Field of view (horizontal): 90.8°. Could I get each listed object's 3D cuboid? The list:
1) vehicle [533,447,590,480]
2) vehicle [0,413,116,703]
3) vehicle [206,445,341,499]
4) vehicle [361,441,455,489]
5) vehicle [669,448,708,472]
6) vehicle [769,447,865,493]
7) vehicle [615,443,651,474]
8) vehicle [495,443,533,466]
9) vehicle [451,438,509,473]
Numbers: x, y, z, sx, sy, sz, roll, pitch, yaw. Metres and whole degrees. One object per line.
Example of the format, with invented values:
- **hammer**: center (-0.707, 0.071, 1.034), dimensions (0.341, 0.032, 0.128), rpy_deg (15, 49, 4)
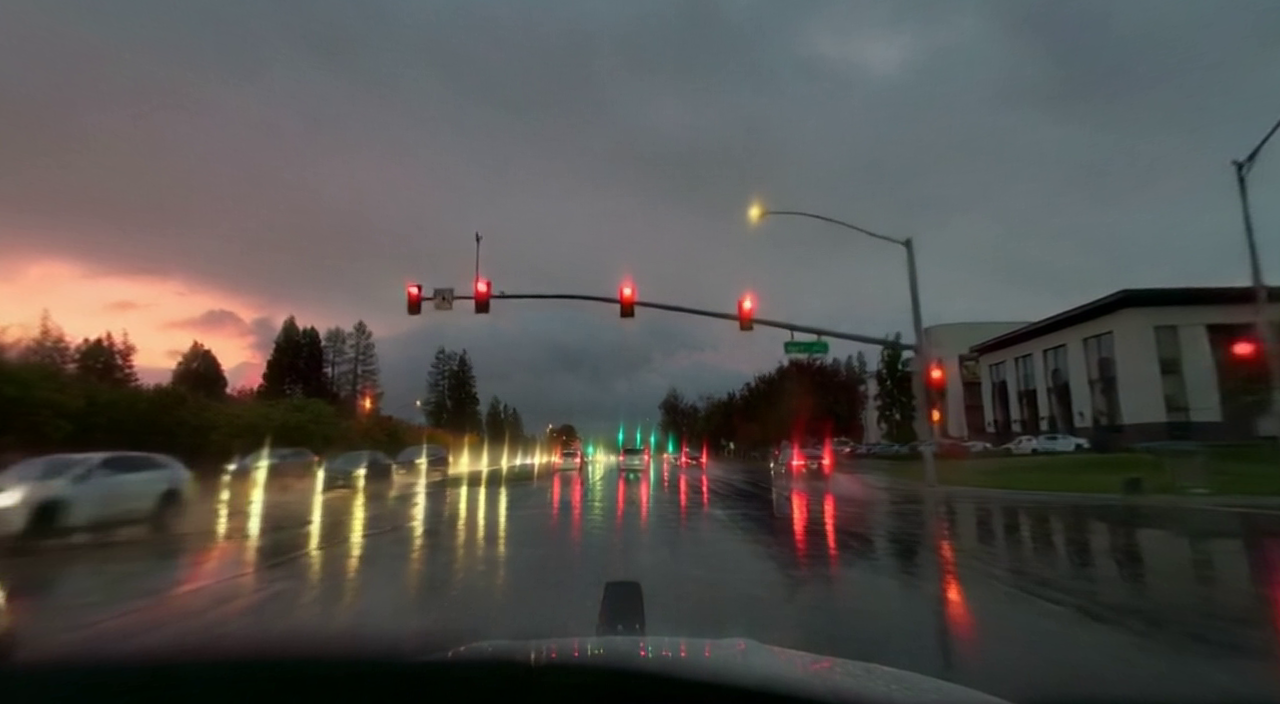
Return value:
- **vehicle**: center (-3.699, 5.332, 30.570), dimensions (2.163, 1.474, 4.413), rpy_deg (0, -8, 1)
- **vehicle**: center (-3.658, 0.749, 0.947), dimensions (2.018, 1.476, 4.364), rpy_deg (0, -8, -1)
- **vehicle**: center (-12.159, 3.967, 21.389), dimensions (1.975, 1.450, 4.561), rpy_deg (-4, -8, -1)
- **vehicle**: center (-8.975, 4.348, 24.836), dimensions (1.929, 1.492, 4.430), rpy_deg (-5, -7, 1)
- **vehicle**: center (2.978, 6.739, 39.631), dimensions (2.014, 1.430, 4.103), rpy_deg (0, -8, -2)
- **vehicle**: center (6.198, 4.177, 22.746), dimensions (2.028, 1.451, 4.625), rpy_deg (0, -8, -2)
- **vehicle**: center (-0.356, 6.275, 37.417), dimensions (2.008, 1.716, 4.125), rpy_deg (0, -8, 0)
- **vehicle**: center (-9.371, 7.685, 47.426), dimensions (2.026, 1.639, 4.496), rpy_deg (0, -8, -1)
- **vehicle**: center (-9.211, 5.960, 36.745), dimensions (2.185, 1.752, 4.599), rpy_deg (-4, -8, 0)
